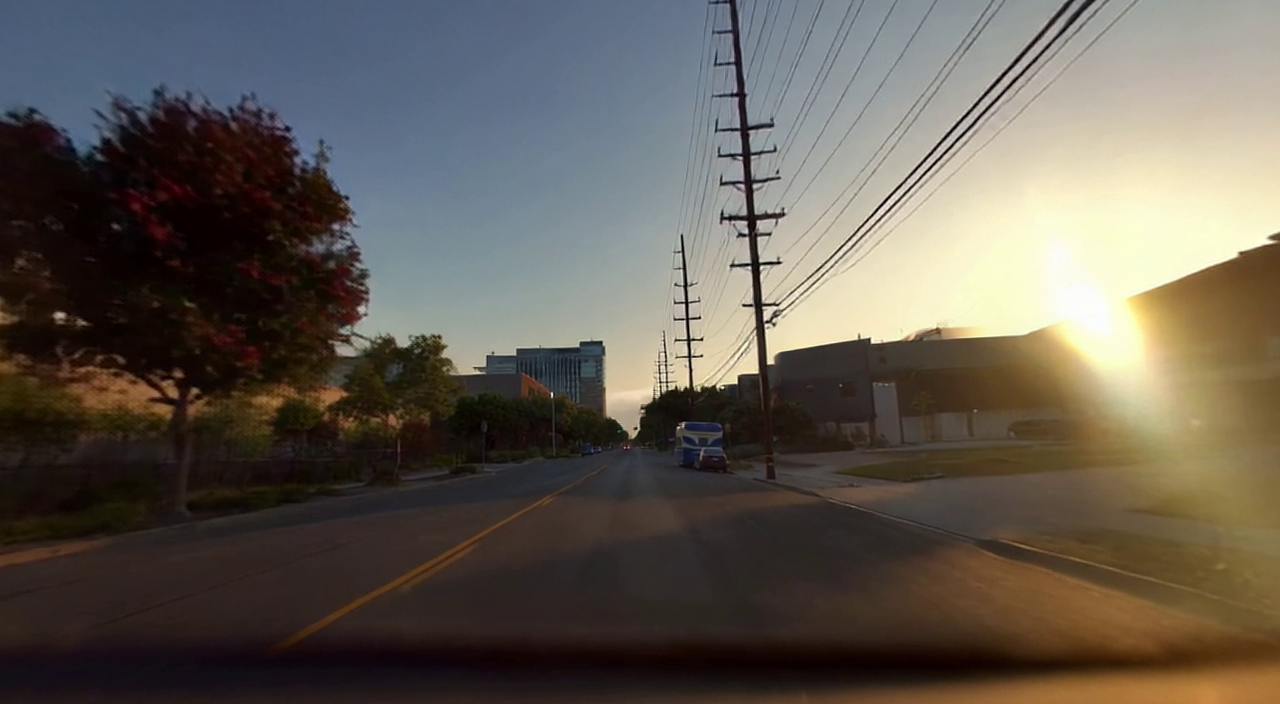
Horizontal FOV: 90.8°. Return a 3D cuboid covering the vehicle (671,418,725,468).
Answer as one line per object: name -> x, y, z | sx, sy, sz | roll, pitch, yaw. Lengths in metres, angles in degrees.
vehicle -> 4.033, 6.658, 45.955 | 3.110, 3.241, 8.788 | 0, -9, 0

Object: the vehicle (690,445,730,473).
vehicle -> 4.227, 6.478, 38.440 | 1.852, 1.497, 3.672 | -2, -8, -2
